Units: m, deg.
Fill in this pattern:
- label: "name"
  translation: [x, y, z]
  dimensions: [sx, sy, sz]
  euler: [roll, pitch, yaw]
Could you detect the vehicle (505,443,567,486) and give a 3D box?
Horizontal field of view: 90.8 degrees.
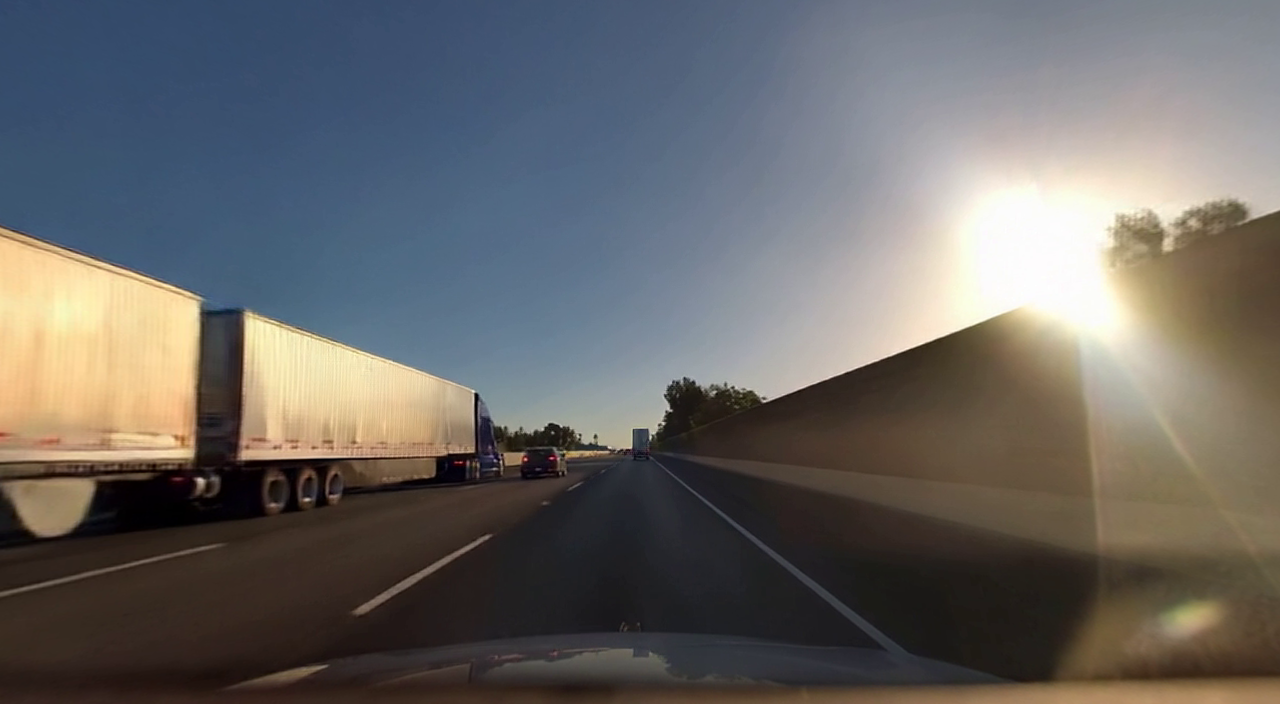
- label: "vehicle"
  translation: [-4.062, 4.427, 25.196]
  dimensions: [1.880, 1.569, 3.714]
  euler: [0, -9, -1]
